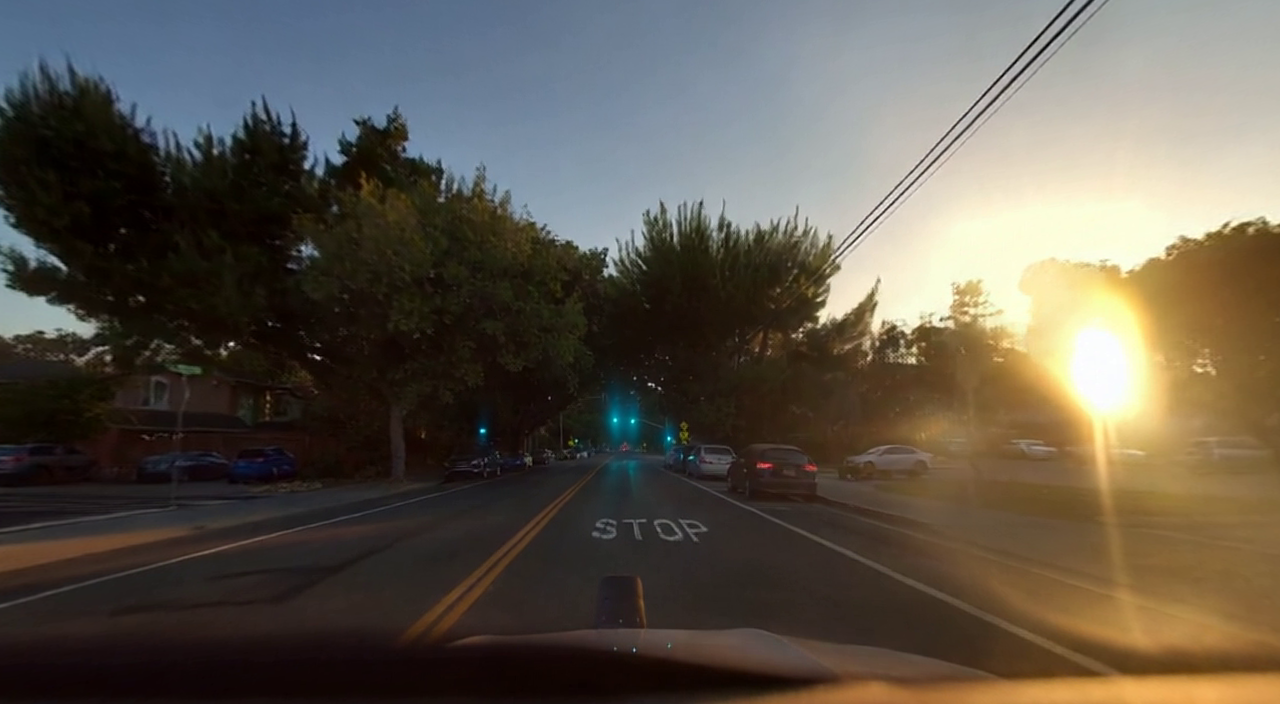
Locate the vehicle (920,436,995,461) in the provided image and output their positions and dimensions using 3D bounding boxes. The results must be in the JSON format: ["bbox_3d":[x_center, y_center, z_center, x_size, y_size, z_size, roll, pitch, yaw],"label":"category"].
[{"bbox_3d":[24.273,7.423,48.423,4.599,1.759,2.060,-1,-9,-1],"label":"vehicle"}]

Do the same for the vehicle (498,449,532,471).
[{"bbox_3d":[-8.760,7.591,44.608,1.860,1.476,4.594,1,-9,-5],"label":"vehicle"}]

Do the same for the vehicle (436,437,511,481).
[{"bbox_3d":[-8.316,5.404,32.178,2.420,2.004,5.615,0,-9,-2],"label":"vehicle"}]

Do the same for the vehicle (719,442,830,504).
[{"bbox_3d":[3.705,3.403,18.267,1.955,1.536,4.395,1,-9,-4],"label":"vehicle"}]

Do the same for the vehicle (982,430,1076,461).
[{"bbox_3d":[24.380,5.894,39.733,4.476,1.795,2.055,-1,-9,-2],"label":"vehicle"}]

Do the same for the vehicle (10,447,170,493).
[{"bbox_3d":[-20.597,4.398,23.995,1.959,1.485,4.666,-2,-9,-1],"label":"vehicle"}]

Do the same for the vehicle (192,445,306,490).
[{"bbox_3d":[-14.810,4.370,24.235,1.848,1.562,3.827,0,-9,1],"label":"vehicle"}]

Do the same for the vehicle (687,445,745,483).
[{"bbox_3d":[3.220,4.822,27.566,1.809,1.513,4.264,0,-9,-3],"label":"vehicle"}]

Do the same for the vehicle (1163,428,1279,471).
[{"bbox_3d":[24.844,4.028,26.252,4.213,1.644,2.105,-1,-9,0],"label":"vehicle"}]
